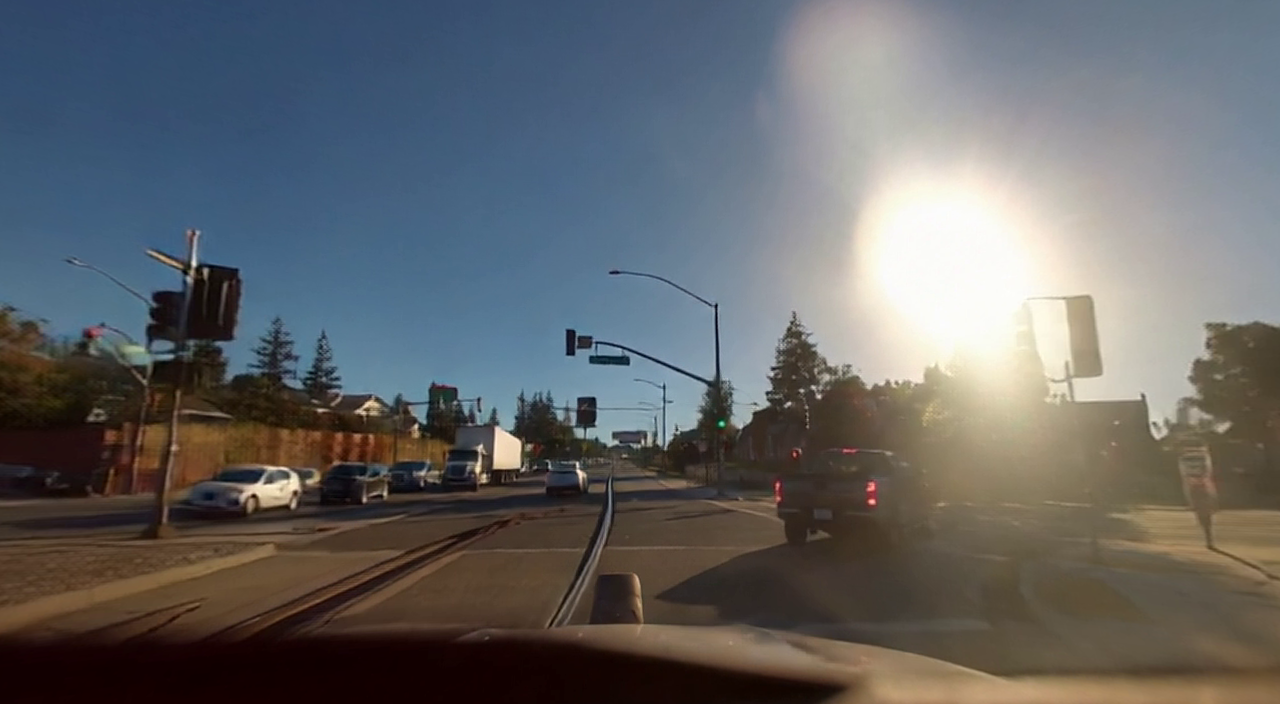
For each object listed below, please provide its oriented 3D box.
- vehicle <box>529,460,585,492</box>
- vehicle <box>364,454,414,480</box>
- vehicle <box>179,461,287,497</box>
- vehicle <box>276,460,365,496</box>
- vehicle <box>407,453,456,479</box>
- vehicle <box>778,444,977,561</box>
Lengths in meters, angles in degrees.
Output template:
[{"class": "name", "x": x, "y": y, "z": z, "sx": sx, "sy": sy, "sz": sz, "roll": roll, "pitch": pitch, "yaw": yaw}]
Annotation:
[{"class": "vehicle", "x": -4.061, "y": 6.190, "z": 31.875, "sx": 2.004, "sy": 1.482, "sz": 4.799, "roll": 0, "pitch": -10, "yaw": 2}, {"class": "vehicle", "x": -19.486, "y": 8.912, "z": 49.229, "sx": 1.972, "sy": 1.898, "sz": 4.620, "roll": 0, "pitch": -10, "yaw": -1}, {"class": "vehicle", "x": -18.099, "y": 5.646, "z": 28.406, "sx": 1.908, "sy": 1.482, "sz": 4.621, "roll": 1, "pitch": -10, "yaw": -2}, {"class": "vehicle", "x": -14.314, "y": 5.661, "z": 28.642, "sx": 1.864, "sy": 1.456, "sz": 4.409, "roll": 1, "pitch": -10, "yaw": -2}, {"class": "vehicle", "x": -15.286, "y": 8.390, "z": 46.548, "sx": 2.013, "sy": 1.787, "sz": 4.823, "roll": 0, "pitch": -10, "yaw": -1}, {"class": "vehicle", "x": 5.238, "y": 3.014, "z": 13.437, "sx": 2.404, "sy": 1.926, "sz": 5.251, "roll": -7, "pitch": -12, "yaw": 37}]
